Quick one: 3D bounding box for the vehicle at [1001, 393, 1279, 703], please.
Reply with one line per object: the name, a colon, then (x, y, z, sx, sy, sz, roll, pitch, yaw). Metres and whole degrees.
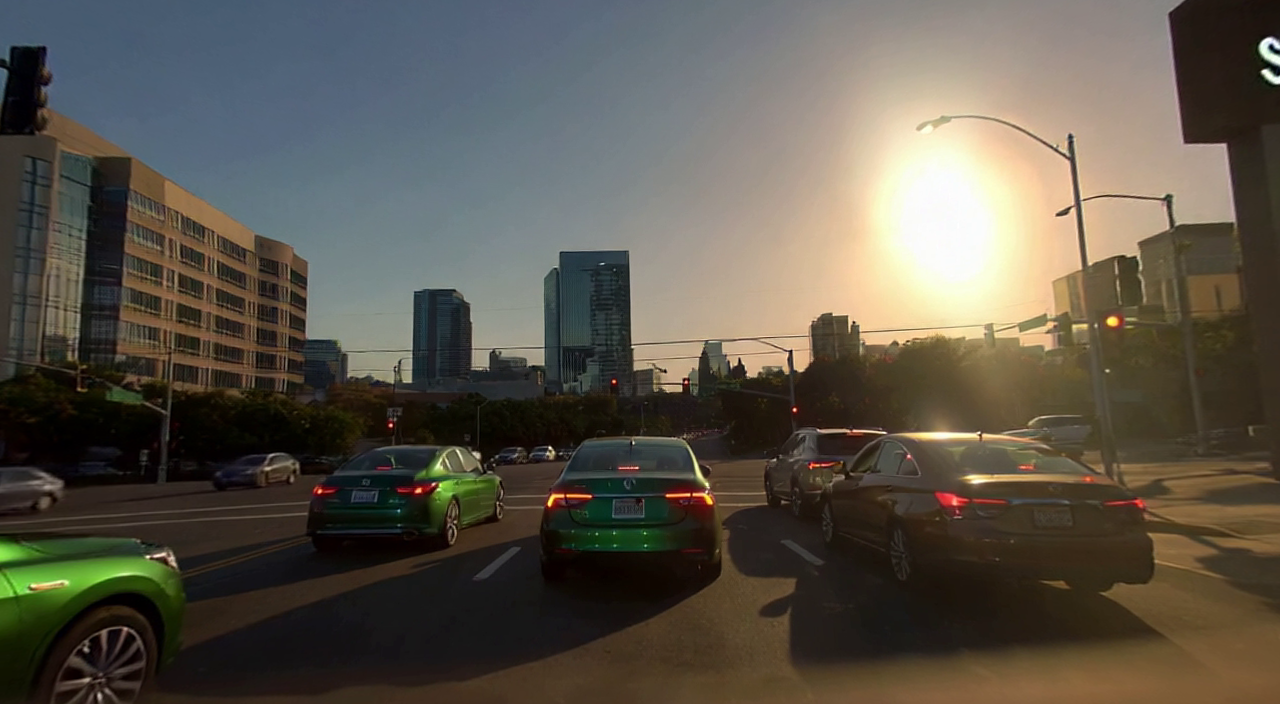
vehicle: (3.940, 0.973, 3.105, 1.800, 1.519, 4.198, 0, -8, 0)

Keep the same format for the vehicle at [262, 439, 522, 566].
vehicle: (-3.306, 2.074, 9.554, 1.995, 1.436, 4.373, -1, -8, 3)

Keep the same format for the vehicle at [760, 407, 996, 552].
vehicle: (3.311, 1.863, 9.837, 1.992, 1.744, 4.183, 0, -8, 0)

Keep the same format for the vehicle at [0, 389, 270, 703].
vehicle: (-3.476, 0.845, 1.847, 2.016, 1.547, 4.414, 0, -8, 1)

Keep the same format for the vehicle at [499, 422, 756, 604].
vehicle: (-0.132, 1.656, 7.407, 2.140, 1.499, 4.119, 0, -8, -1)
